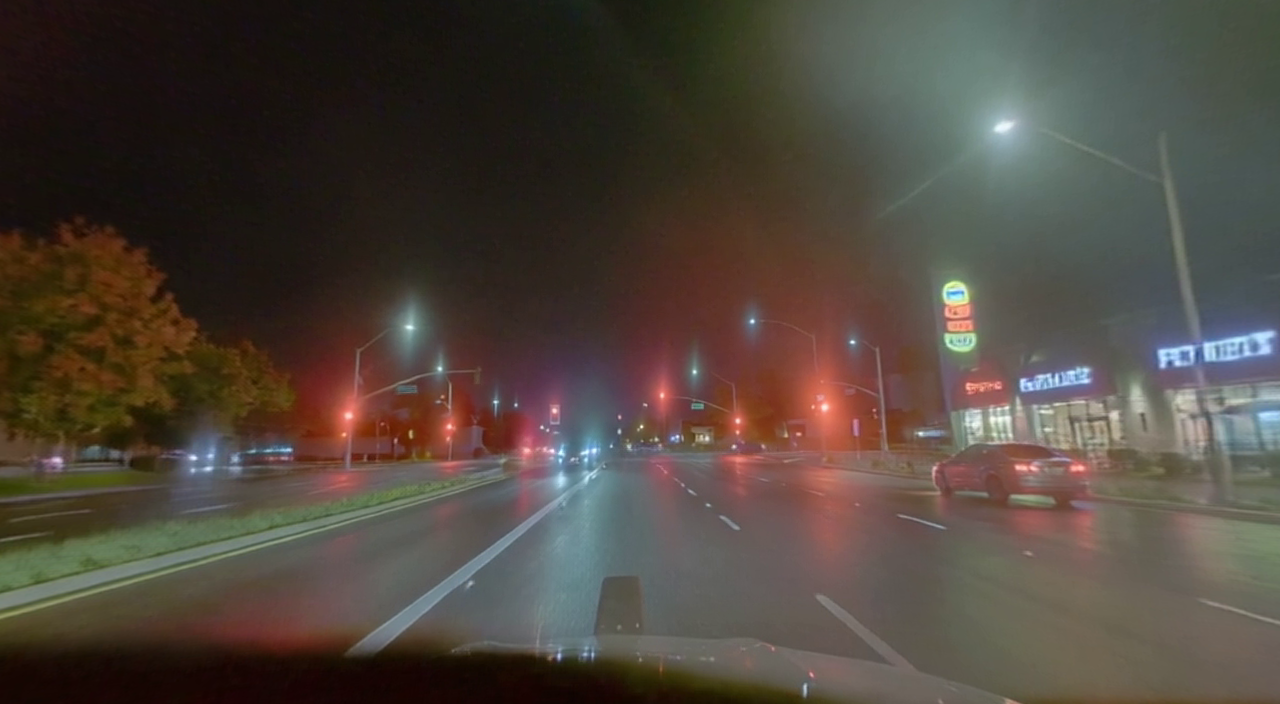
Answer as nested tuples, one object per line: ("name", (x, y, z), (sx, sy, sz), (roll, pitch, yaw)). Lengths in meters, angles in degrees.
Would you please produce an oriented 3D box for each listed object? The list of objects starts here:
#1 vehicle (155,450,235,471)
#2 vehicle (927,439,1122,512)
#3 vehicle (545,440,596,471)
("vehicle", (-34.939, 8.498, 49.620), (5.228, 1.539, 2.009), (-2, -8, 11))
("vehicle", (8.794, 2.826, 14.995), (1.936, 1.460, 4.258), (0, -8, 0))
("vehicle", (-3.595, 5.454, 33.556), (2.121, 1.481, 4.708), (0, -8, 1))
